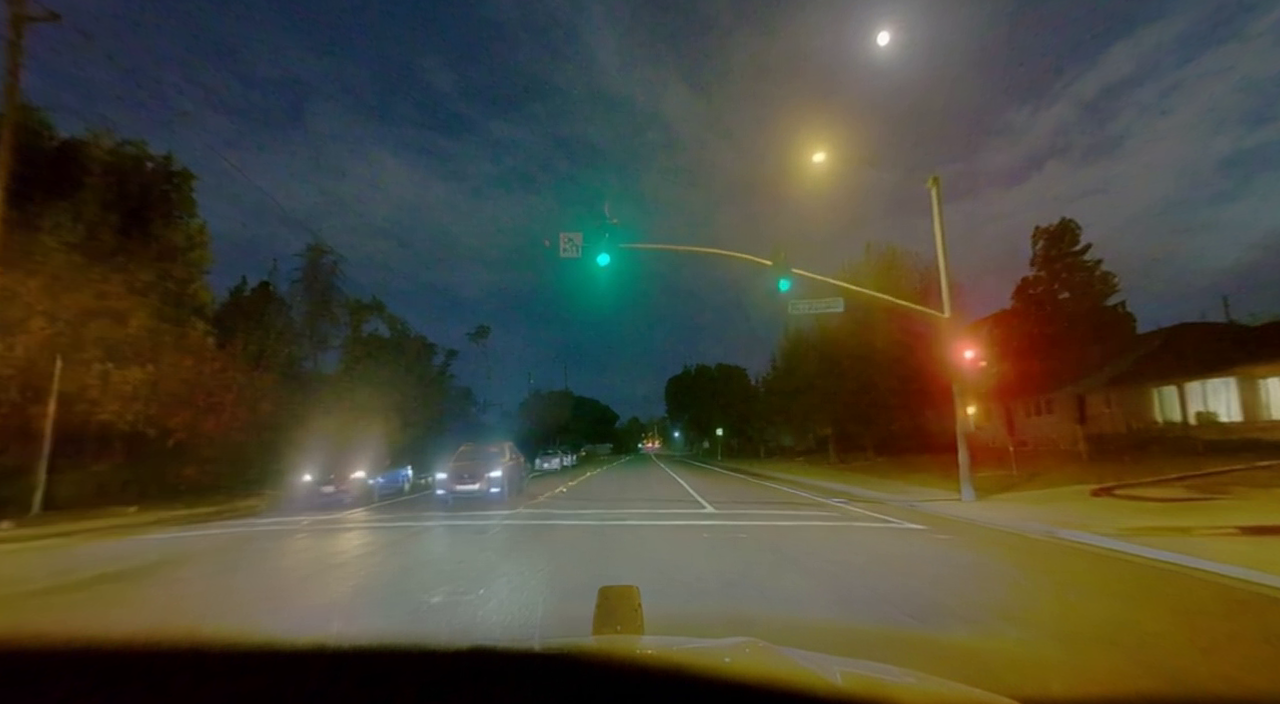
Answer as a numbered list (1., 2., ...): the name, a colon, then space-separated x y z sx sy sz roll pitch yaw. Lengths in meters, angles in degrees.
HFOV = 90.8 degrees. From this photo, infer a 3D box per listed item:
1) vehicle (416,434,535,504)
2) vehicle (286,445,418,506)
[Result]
1. vehicle: -4.490 3.260 18.058 2.095 1.731 4.462 0 -8 1
2. vehicle: -8.401 3.602 18.925 1.925 1.615 4.085 0 -8 2
